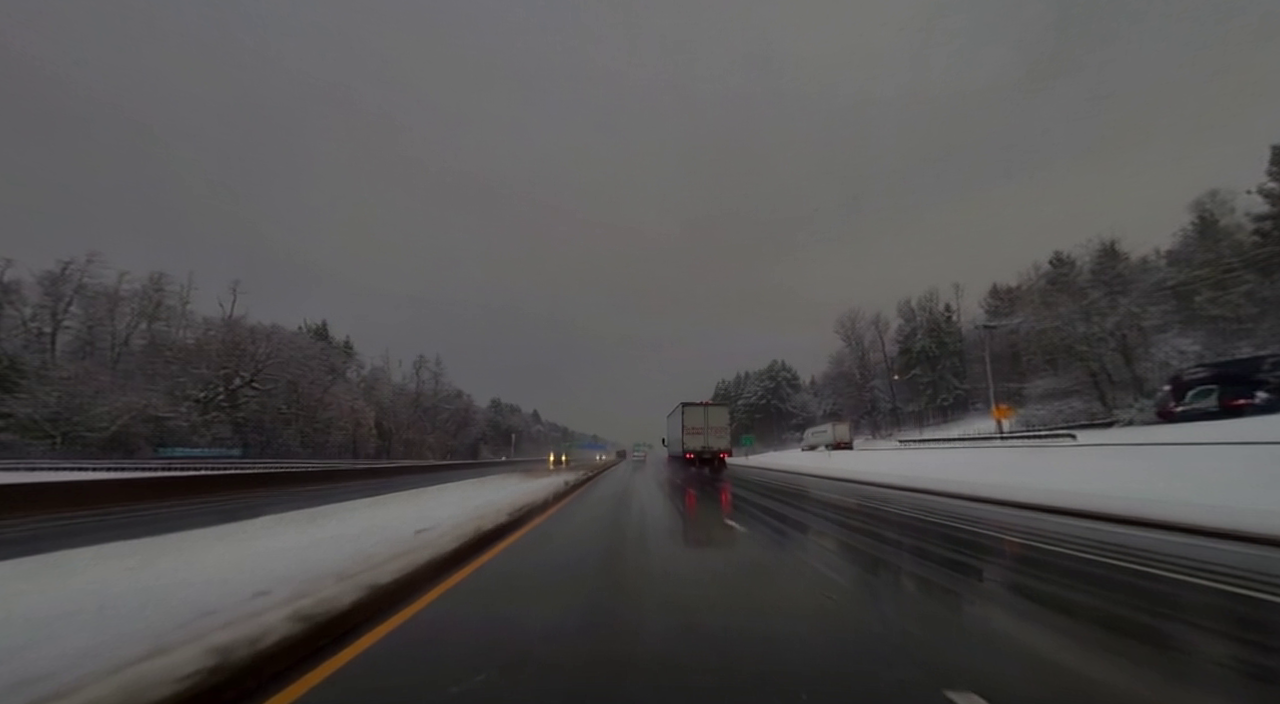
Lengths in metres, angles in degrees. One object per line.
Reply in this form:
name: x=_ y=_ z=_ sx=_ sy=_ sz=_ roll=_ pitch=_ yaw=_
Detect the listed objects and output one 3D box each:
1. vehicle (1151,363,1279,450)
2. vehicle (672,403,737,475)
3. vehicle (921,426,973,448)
vehicle: x=35.422 y=3.709 z=39.195 sx=2.833 sy=4.493 sz=14.015 roll=-5 pitch=-9 yaw=29
vehicle: x=4.059 y=6.059 z=43.064 sx=3.185 sy=4.154 sz=12.638 roll=0 pitch=-9 yaw=0
vehicle: x=22.918 y=6.409 z=47.094 sx=1.800 sy=1.506 sz=3.851 roll=0 pitch=-9 yaw=-1
